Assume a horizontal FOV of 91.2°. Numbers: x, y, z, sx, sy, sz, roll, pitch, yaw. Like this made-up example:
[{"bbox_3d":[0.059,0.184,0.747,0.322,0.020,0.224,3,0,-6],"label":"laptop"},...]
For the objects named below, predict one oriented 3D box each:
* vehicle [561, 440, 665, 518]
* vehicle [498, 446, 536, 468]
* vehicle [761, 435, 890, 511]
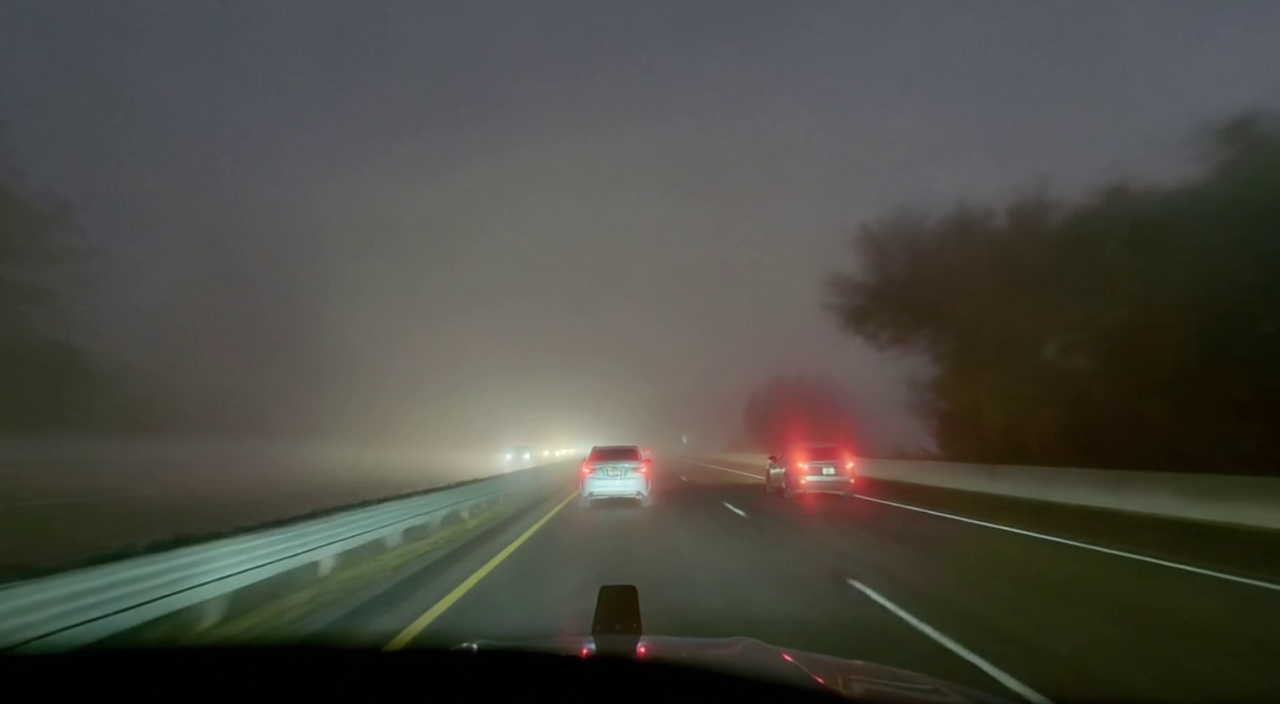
[{"bbox_3d":[-0.528,2.796,14.271,2.013,1.479,4.169,0,-9,0],"label":"vehicle"},{"bbox_3d":[-9.046,7.745,46.440,1.927,1.496,4.600,0,-9,0],"label":"vehicle"},{"bbox_3d":[4.254,2.836,15.053,1.910,1.554,3.718,0,-9,0],"label":"vehicle"}]
